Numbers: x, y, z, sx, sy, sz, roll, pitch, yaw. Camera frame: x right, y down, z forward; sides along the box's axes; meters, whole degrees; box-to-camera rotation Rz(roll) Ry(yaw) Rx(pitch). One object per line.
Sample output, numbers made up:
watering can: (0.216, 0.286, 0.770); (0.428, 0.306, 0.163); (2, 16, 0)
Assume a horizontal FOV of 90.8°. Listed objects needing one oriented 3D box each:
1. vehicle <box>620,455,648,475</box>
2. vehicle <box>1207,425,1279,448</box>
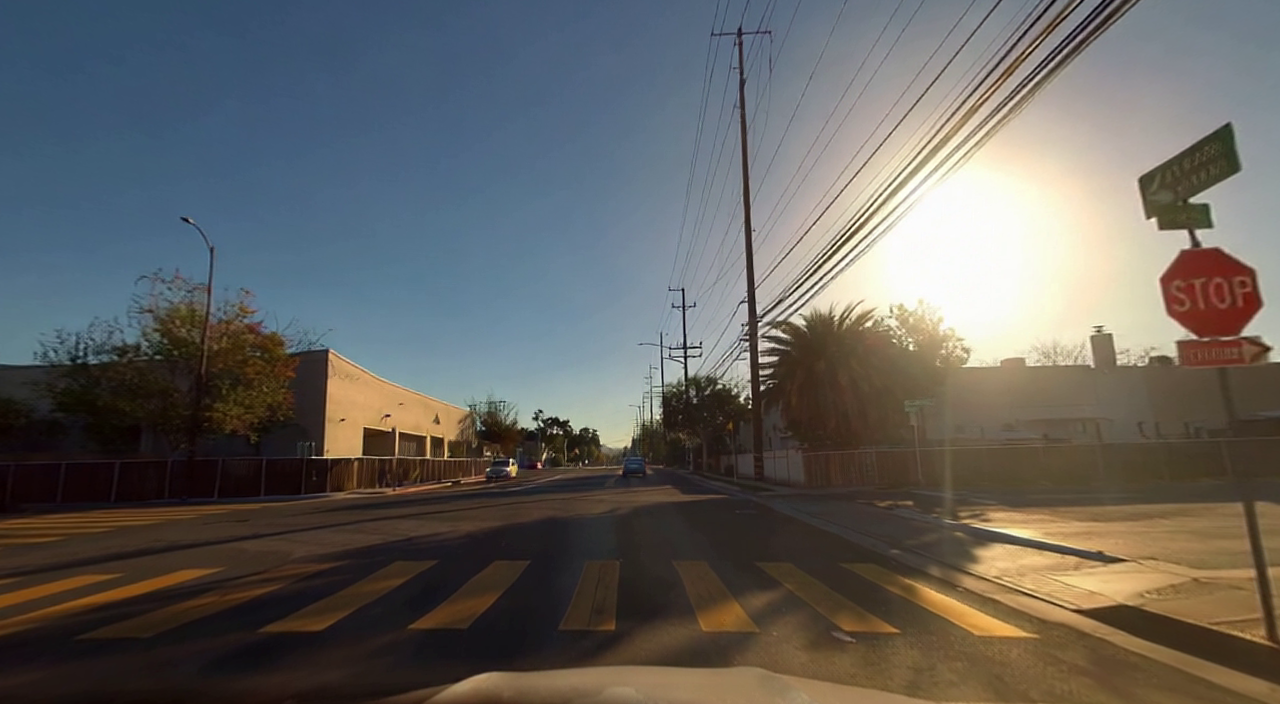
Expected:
vehicle: (-0.474, 8.803, 49.340); (2.064, 1.477, 3.968); (0, -9, 0)
vehicle: (44.588, 6.116, 45.670); (2.251, 1.596, 5.193); (0, -8, 0)
